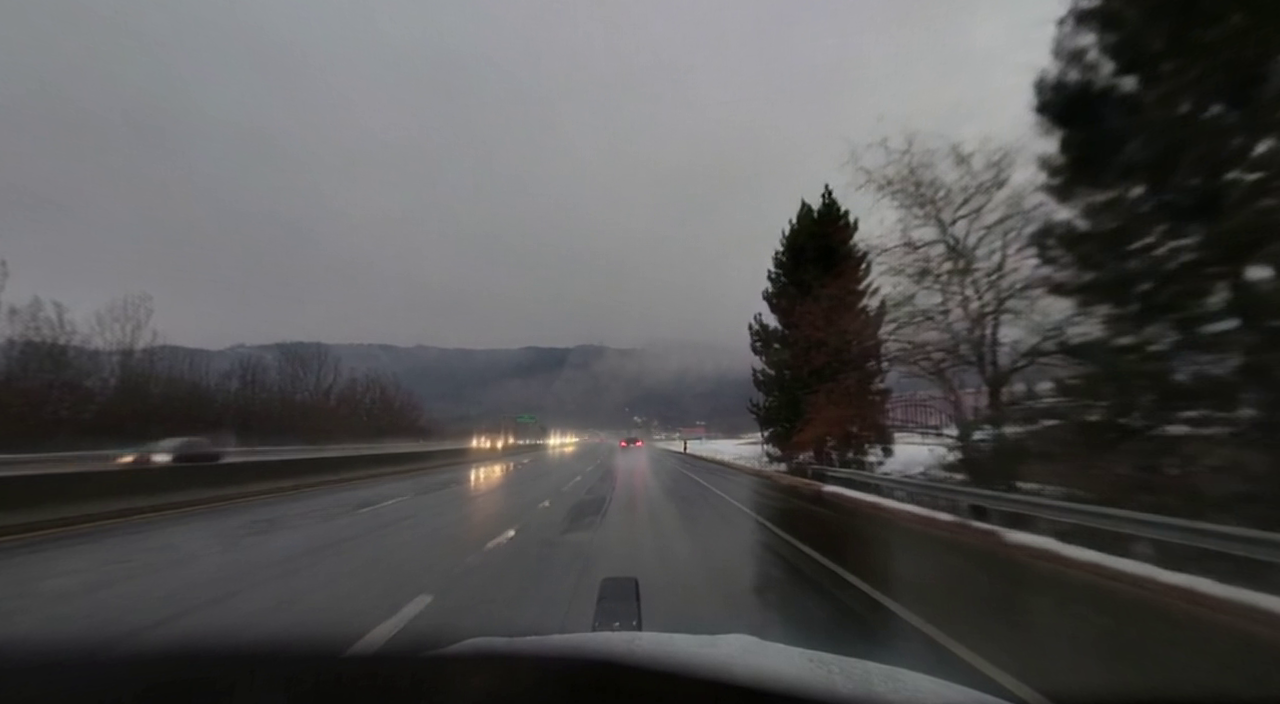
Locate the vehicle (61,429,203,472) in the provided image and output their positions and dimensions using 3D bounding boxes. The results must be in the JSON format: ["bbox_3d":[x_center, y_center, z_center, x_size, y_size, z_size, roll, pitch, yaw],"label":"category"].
[{"bbox_3d":[-19.656,3.808,24.626,1.915,1.527,4.409,0,-8,-1],"label":"vehicle"}]
